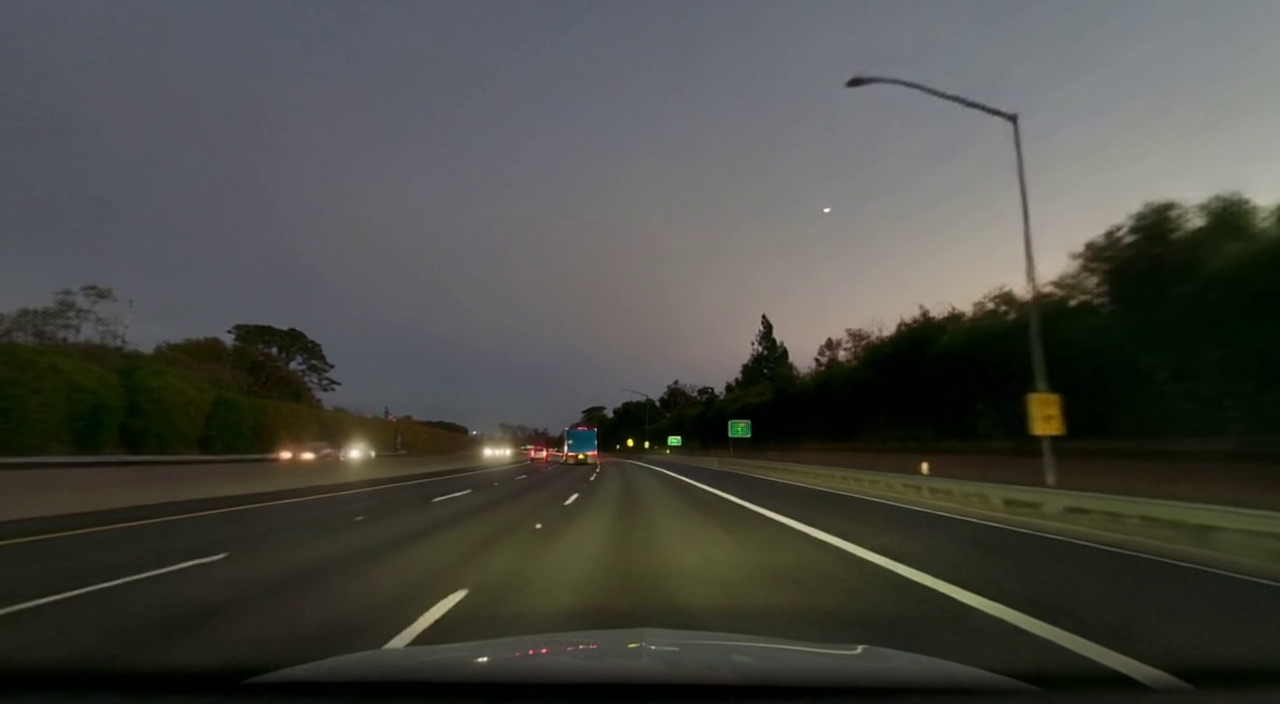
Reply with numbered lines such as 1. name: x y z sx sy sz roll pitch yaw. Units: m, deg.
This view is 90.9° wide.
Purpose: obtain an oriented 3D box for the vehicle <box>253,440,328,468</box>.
1. vehicle: -22.677 6.619 41.177 2.172 1.699 5.047 0 -8 -3
